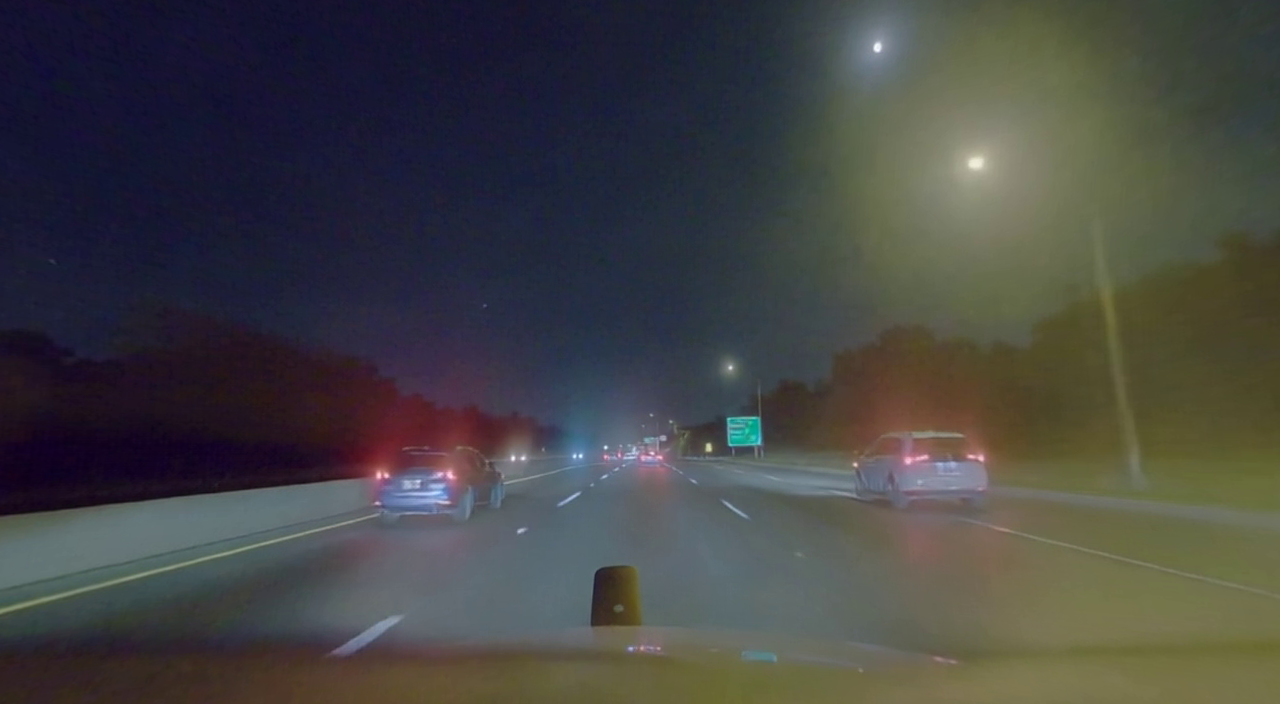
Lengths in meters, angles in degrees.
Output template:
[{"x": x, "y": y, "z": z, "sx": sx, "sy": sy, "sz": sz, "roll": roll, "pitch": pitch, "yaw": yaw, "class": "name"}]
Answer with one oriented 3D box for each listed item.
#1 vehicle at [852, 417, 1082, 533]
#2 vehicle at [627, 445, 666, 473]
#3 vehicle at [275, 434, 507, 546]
[{"x": 5.484, "y": 2.118, "z": 11.312, "sx": 2.143, "sy": 1.667, "sz": 4.221, "roll": -1, "pitch": -9, "yaw": 5, "class": "vehicle"}, {"x": 0.442, "y": 6.505, "z": 38.488, "sx": 1.969, "sy": 1.595, "sz": 3.964, "roll": -1, "pitch": -8, "yaw": 6, "class": "vehicle"}, {"x": -4.110, "y": 2.325, "z": 11.305, "sx": 2.084, "sy": 1.594, "sz": 4.219, "roll": -1, "pitch": -8, "yaw": 6, "class": "vehicle"}]
